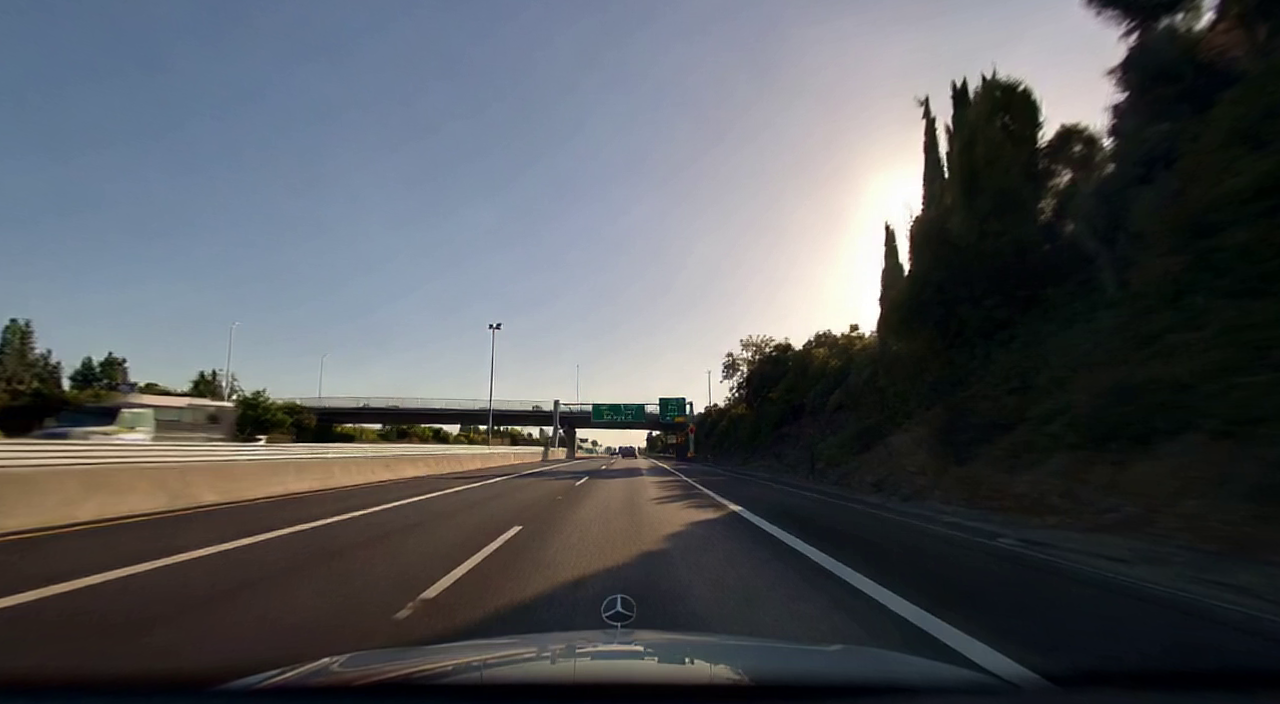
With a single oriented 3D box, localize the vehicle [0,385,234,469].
[{"bbox_3d":[-21.089,3.210,25.740,3.509,2.913,7.863,0,-9,0],"label":"vehicle"}]
